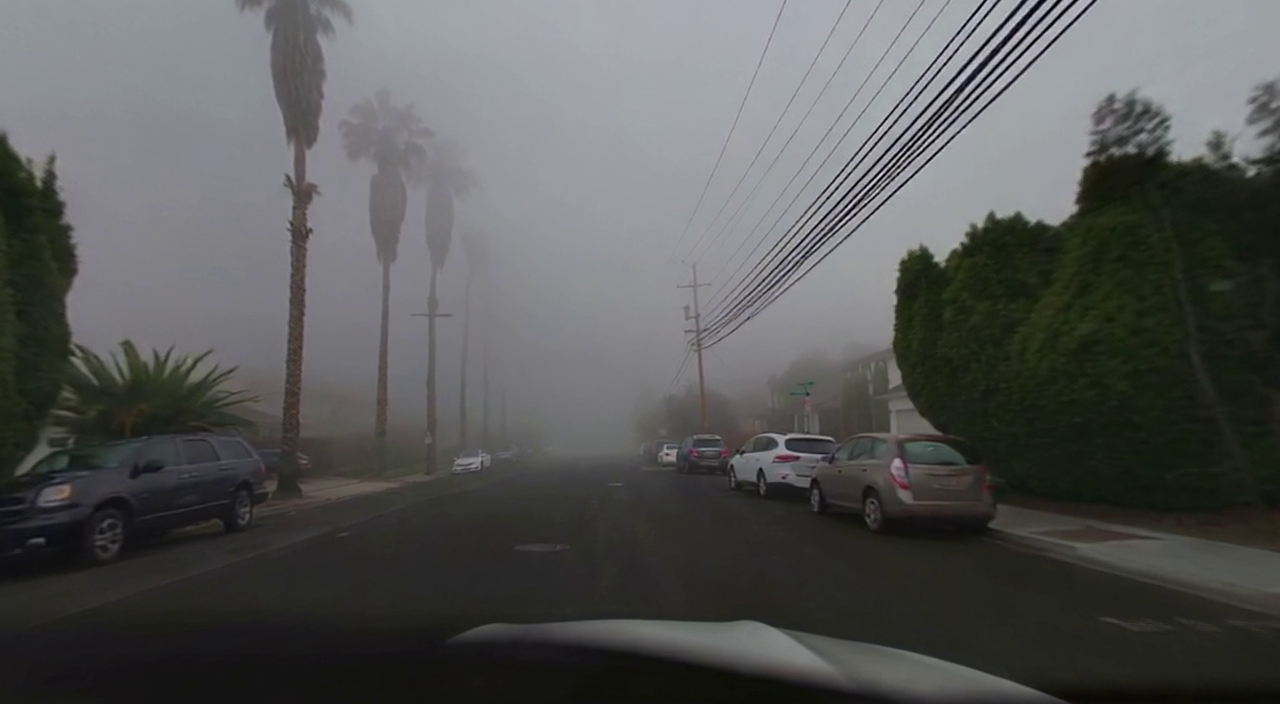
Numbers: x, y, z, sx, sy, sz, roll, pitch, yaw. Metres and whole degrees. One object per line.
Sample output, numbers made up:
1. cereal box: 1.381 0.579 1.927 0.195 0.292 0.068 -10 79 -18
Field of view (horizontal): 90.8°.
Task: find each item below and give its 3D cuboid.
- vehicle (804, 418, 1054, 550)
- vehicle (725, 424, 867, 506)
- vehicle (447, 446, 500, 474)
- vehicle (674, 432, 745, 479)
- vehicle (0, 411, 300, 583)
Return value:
1. vehicle: 4.268 1.988 10.290 1.894 1.675 4.294 0 -8 -2
2. vehicle: 3.712 2.772 16.052 1.922 1.761 4.633 1 -8 -7
3. vehicle: -9.684 6.267 37.071 2.013 1.483 4.645 0 -8 -3
4. vehicle: 2.863 4.395 27.257 2.115 1.826 4.871 1 -8 -5
5. vehicle: -7.963 2.055 10.114 2.300 1.943 5.744 1 -8 -5
